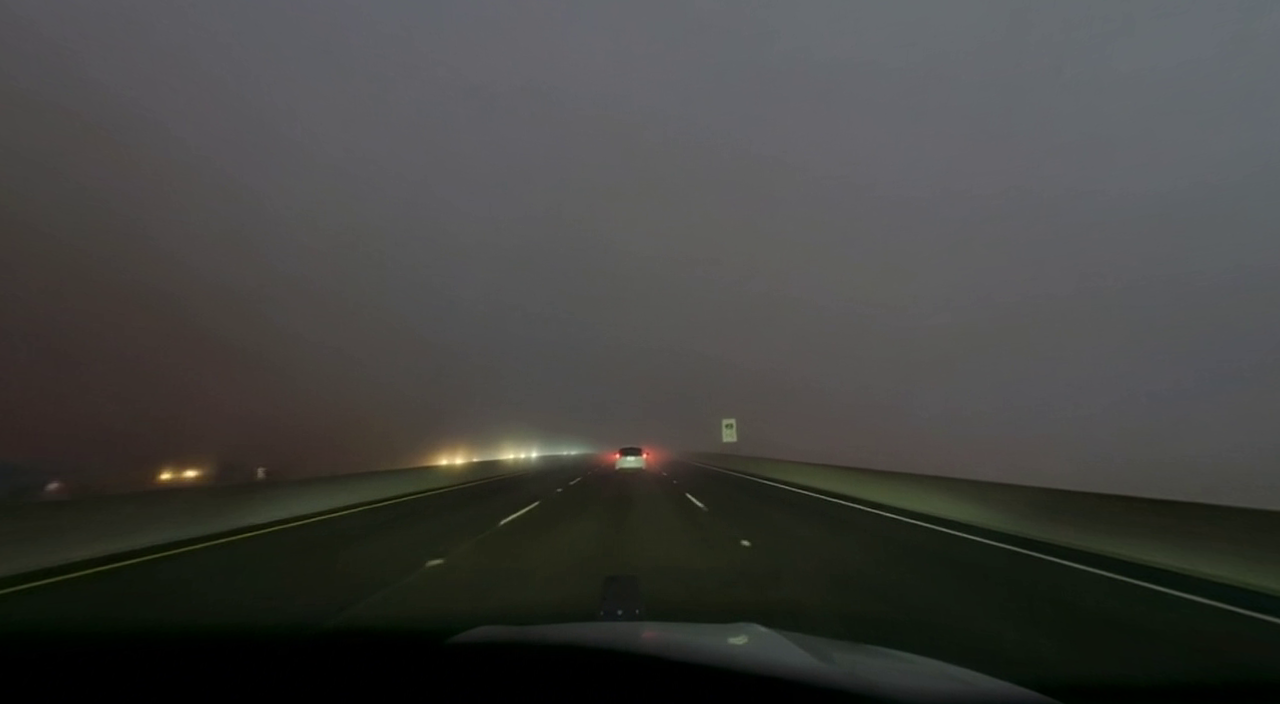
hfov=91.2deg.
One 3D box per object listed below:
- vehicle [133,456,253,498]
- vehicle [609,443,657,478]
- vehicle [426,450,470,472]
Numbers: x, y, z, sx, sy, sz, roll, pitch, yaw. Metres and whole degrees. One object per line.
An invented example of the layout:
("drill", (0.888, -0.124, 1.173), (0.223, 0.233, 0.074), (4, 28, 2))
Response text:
("vehicle", (-17.982, 5.009, 25.506), (1.838, 1.507, 4.135), (0, -9, -1))
("vehicle", (-0.333, 5.138, 29.891), (2.095, 1.537, 4.017), (0, -9, -1))
("vehicle", (-13.897, 7.881, 45.640), (1.896, 1.509, 4.060), (0, -9, 0))
